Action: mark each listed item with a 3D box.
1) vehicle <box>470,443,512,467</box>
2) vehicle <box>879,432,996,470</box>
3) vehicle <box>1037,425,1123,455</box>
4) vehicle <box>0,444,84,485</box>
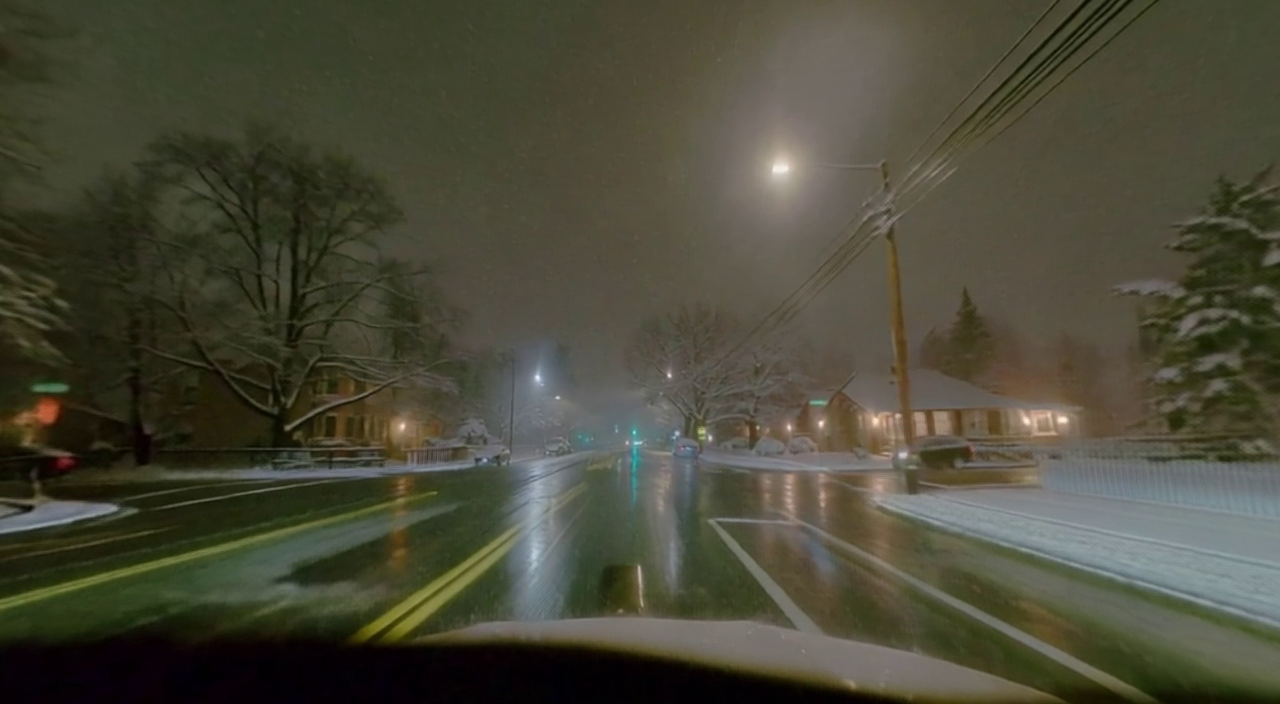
[{"bbox_3d":[-11.048,7.646,47.220,2.049,1.527,4.677,-4,-8,-1],"label":"vehicle"},{"bbox_3d":[14.308,4.789,30.597,4.635,1.706,1.954,0,-8,2],"label":"vehicle"},{"bbox_3d":[26.981,5.442,38.915,2.000,1.773,4.469,0,-8,-1],"label":"vehicle"},{"bbox_3d":[-30.608,5.404,30.675,5.077,1.866,2.236,0,-8,3],"label":"vehicle"}]
